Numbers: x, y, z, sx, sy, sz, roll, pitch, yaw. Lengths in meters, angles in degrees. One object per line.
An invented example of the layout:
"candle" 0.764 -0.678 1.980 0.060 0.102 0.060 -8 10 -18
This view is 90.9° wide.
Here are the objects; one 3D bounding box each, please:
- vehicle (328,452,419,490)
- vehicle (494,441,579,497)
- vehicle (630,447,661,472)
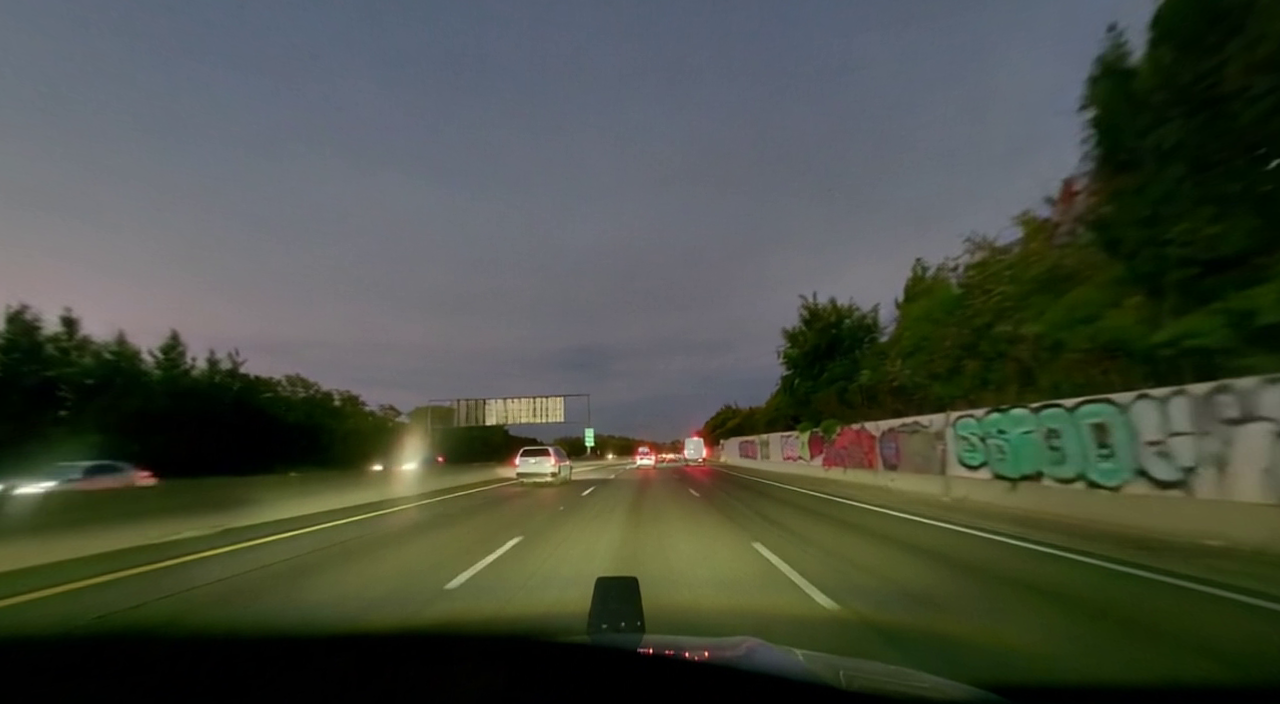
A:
"vehicle" -11.791 5.272 28.287 2.058 1.540 4.479 0 -9 1
"vehicle" -3.258 3.789 20.784 1.964 1.618 4.489 0 -9 1
"vehicle" 0.395 7.539 44.457 2.108 1.663 3.159 0 -9 1
